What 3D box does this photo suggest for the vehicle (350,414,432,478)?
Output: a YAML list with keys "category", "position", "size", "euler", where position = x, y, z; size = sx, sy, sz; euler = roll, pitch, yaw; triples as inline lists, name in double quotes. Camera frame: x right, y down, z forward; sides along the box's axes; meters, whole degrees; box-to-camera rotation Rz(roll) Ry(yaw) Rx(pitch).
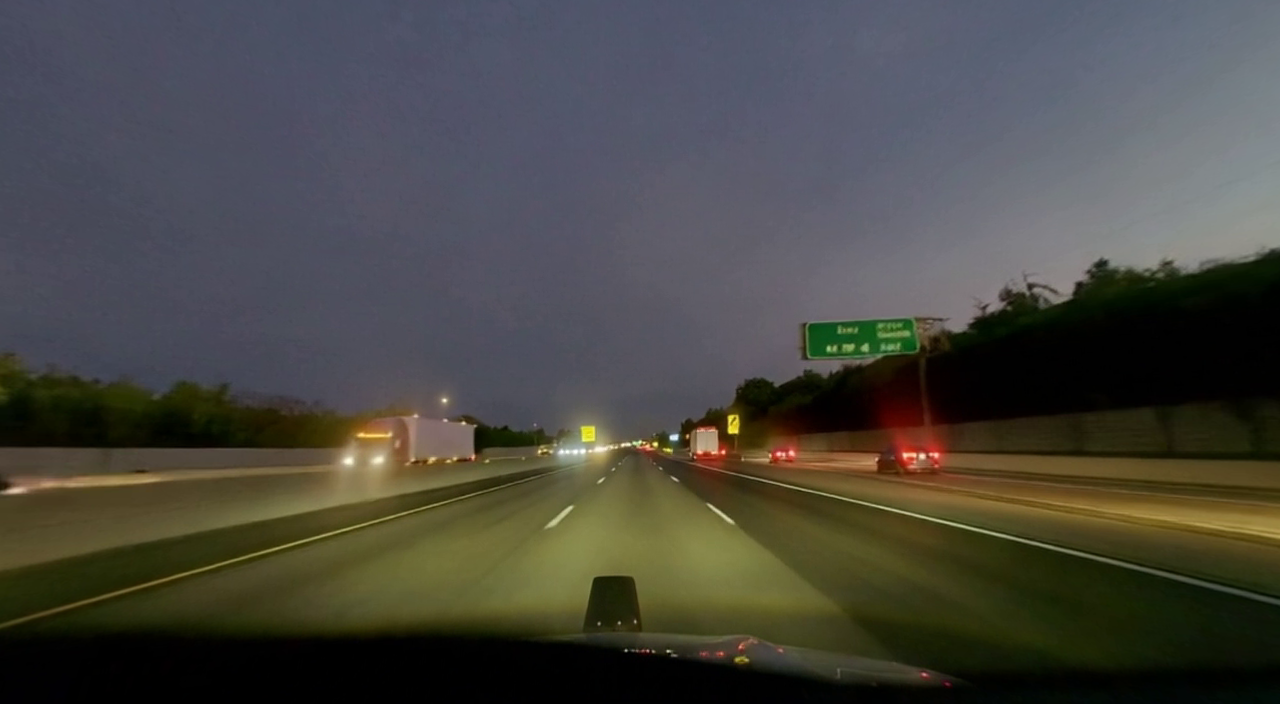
- category: "vehicle"
  position: [-16.420, 6.267, 41.935]
  size: [2.988, 3.980, 5.849]
  euler: [0, -9, 0]
